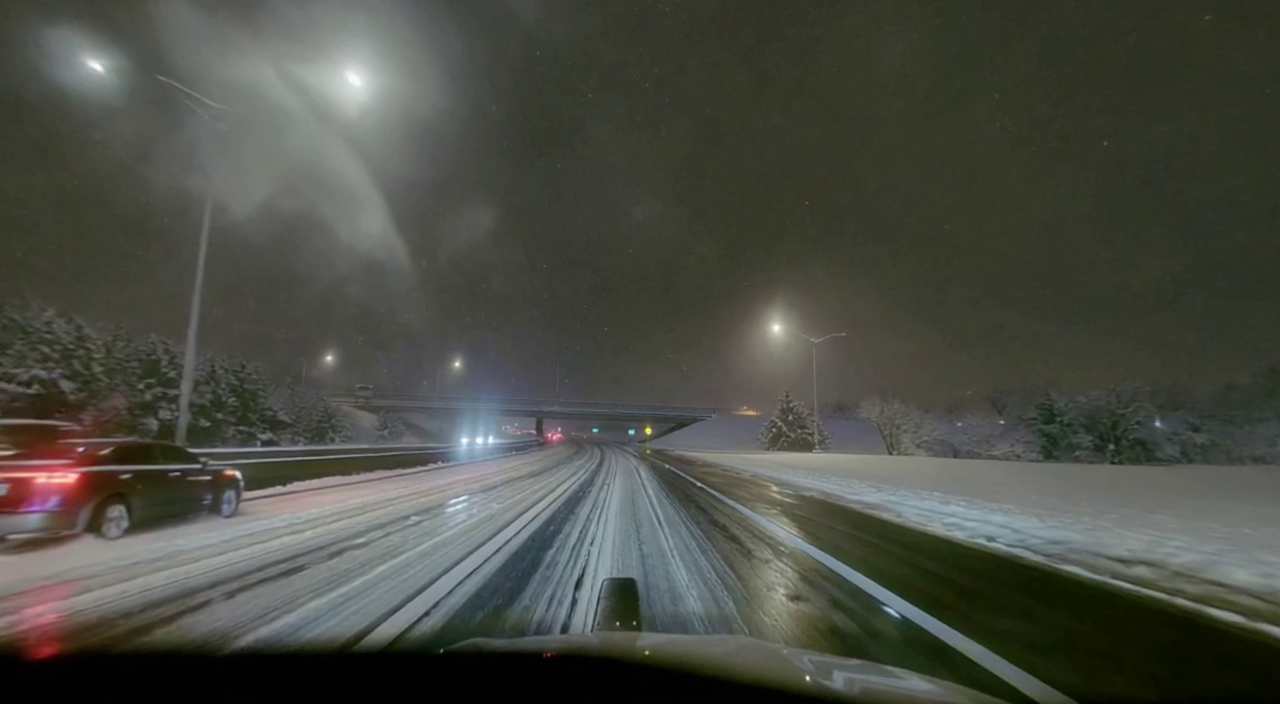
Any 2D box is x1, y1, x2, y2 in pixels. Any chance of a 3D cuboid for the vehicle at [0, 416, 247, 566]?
[{"bbox_3d":[-7.377,1.631,8.043,1.979,1.476,4.324,0,-8,-1],"label":"vehicle"}]
